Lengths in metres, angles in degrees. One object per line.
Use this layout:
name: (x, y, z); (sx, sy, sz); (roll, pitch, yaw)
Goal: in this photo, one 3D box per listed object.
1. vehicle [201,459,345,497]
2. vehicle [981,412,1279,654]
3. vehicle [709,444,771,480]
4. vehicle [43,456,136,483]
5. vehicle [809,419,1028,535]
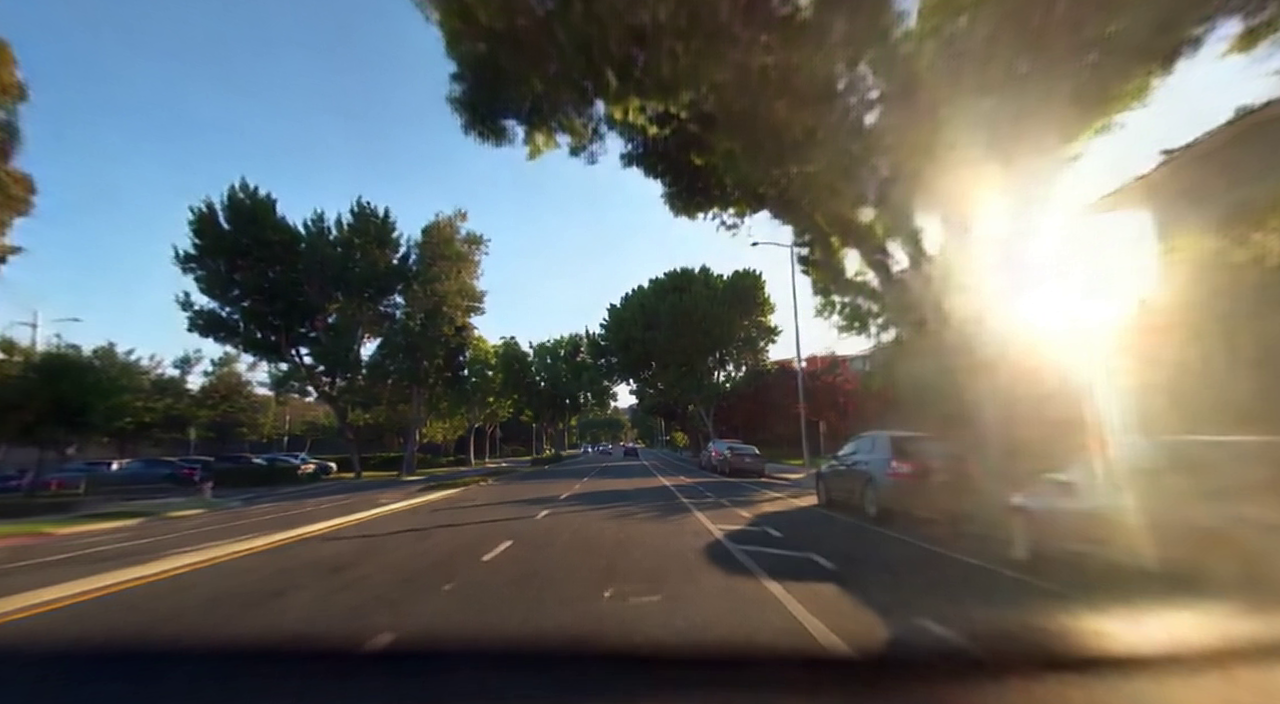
vehicle: (-15.560, 5.357, 27.021); (4.826, 1.491, 2.086); (1, -8, -4)
vehicle: (4.955, 1.342, 5.290); (1.837, 1.532, 3.886); (0, -8, -3)
vehicle: (4.298, 4.778, 27.848); (1.935, 1.433, 4.241); (0, -8, -2)
vehicle: (-37.363, 7.963, 43.021); (4.414, 1.651, 1.912); (5, -10, -31)
vehicle: (4.771, 2.190, 11.684); (2.028, 1.731, 4.241); (0, -8, -1)
